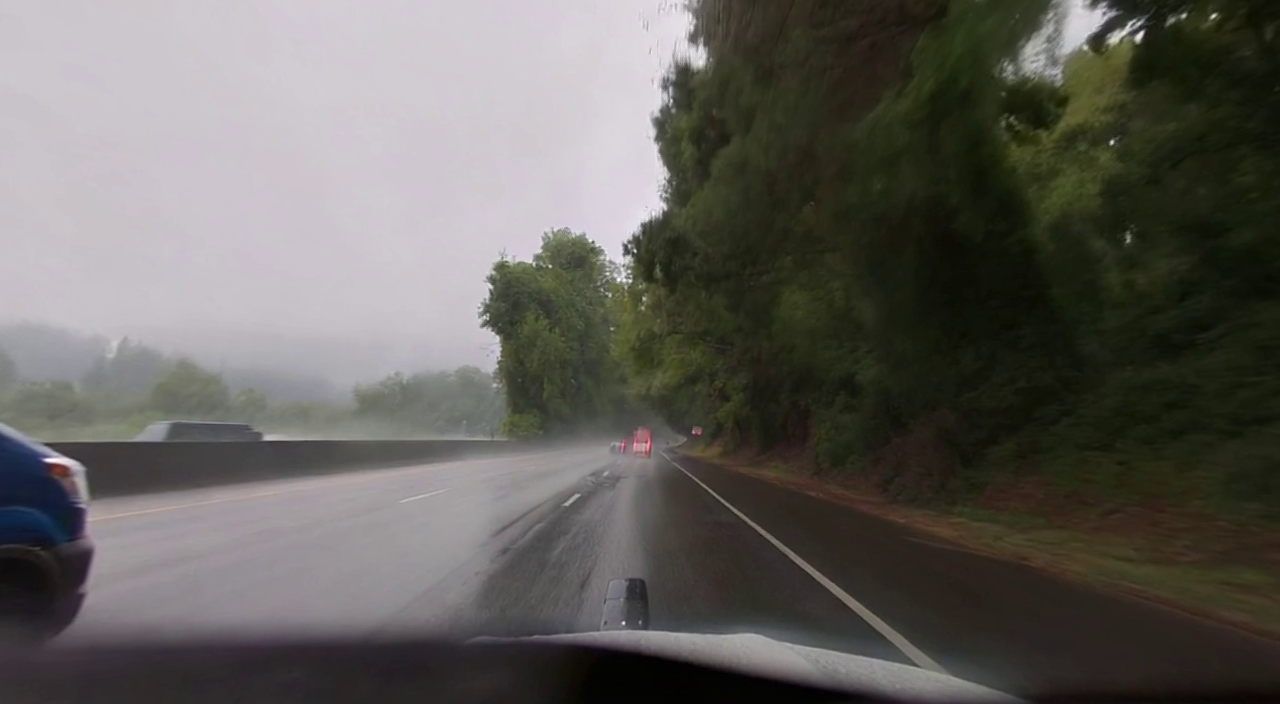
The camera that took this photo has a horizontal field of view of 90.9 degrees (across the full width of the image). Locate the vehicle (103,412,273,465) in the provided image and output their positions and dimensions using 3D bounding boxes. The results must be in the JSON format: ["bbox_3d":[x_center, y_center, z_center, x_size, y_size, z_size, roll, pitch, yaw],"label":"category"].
[{"bbox_3d":[-20.702,4.093,29.543,2.597,2.167,7.072,0,-8,1],"label":"vehicle"}]

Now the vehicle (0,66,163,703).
[{"bbox_3d":[-3.927,-0.056,0.586,2.319,2.883,5.632,0,-8,2],"label":"vehicle"}]
